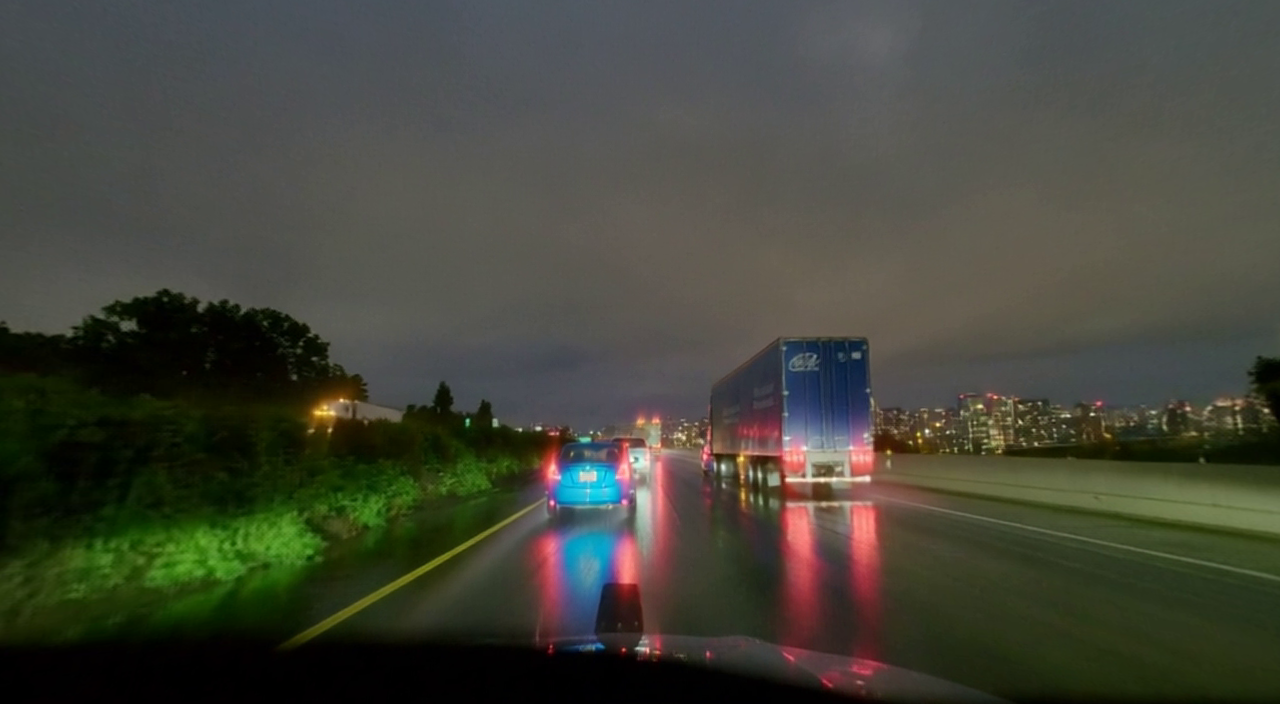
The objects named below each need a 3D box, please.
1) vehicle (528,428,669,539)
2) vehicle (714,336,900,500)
[{"bbox_3d":[-0.604,2.198,11.057,2.038,1.582,3.729,0,-9,0],"label":"vehicle"},{"bbox_3d":[4.901,2.667,22.521,2.825,4.043,14.051,0,-9,0],"label":"vehicle"}]
